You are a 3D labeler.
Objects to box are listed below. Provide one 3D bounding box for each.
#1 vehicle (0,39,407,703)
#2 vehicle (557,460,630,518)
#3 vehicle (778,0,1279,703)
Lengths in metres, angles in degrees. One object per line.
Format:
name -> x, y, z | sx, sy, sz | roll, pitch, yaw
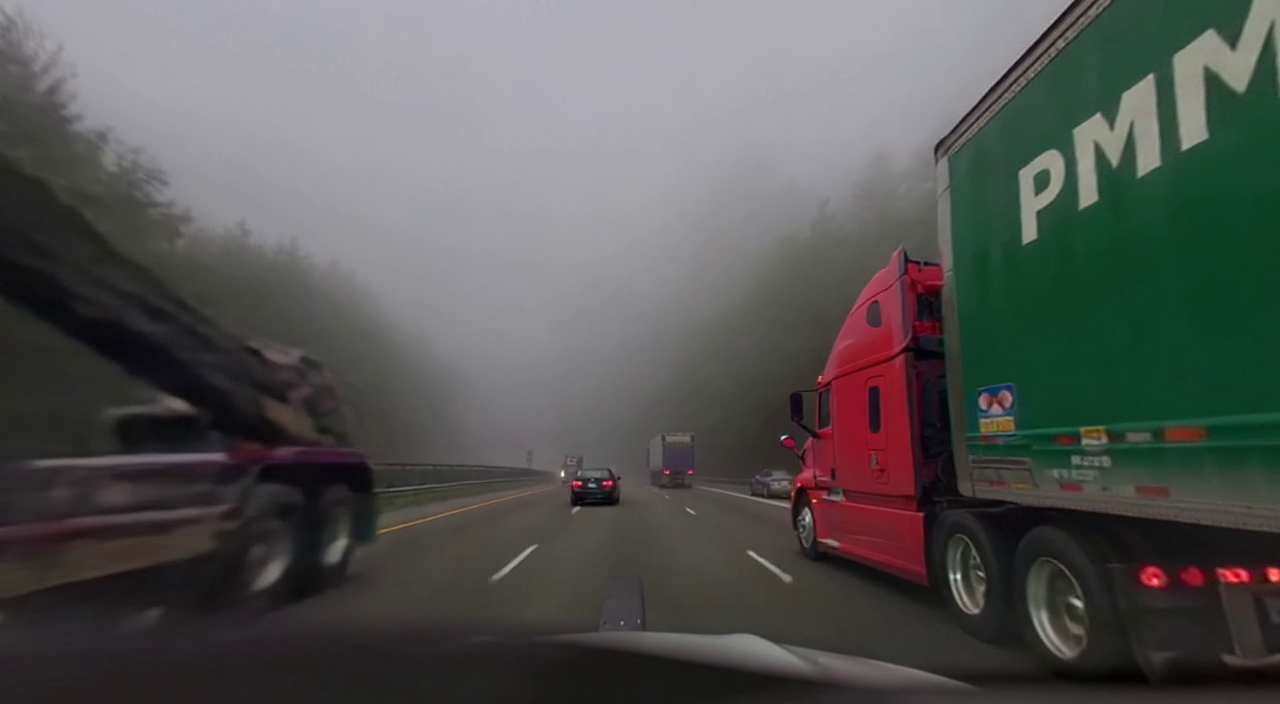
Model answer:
vehicle -> -4.819, 0.461, 5.140 | 2.905, 3.400, 8.002 | 1, -10, -2
vehicle -> -1.332, 4.253, 19.939 | 2.010, 1.580, 4.949 | 1, -10, -1
vehicle -> 3.867, 0.059, 3.322 | 2.856, 4.040, 14.009 | 1, -10, -1
